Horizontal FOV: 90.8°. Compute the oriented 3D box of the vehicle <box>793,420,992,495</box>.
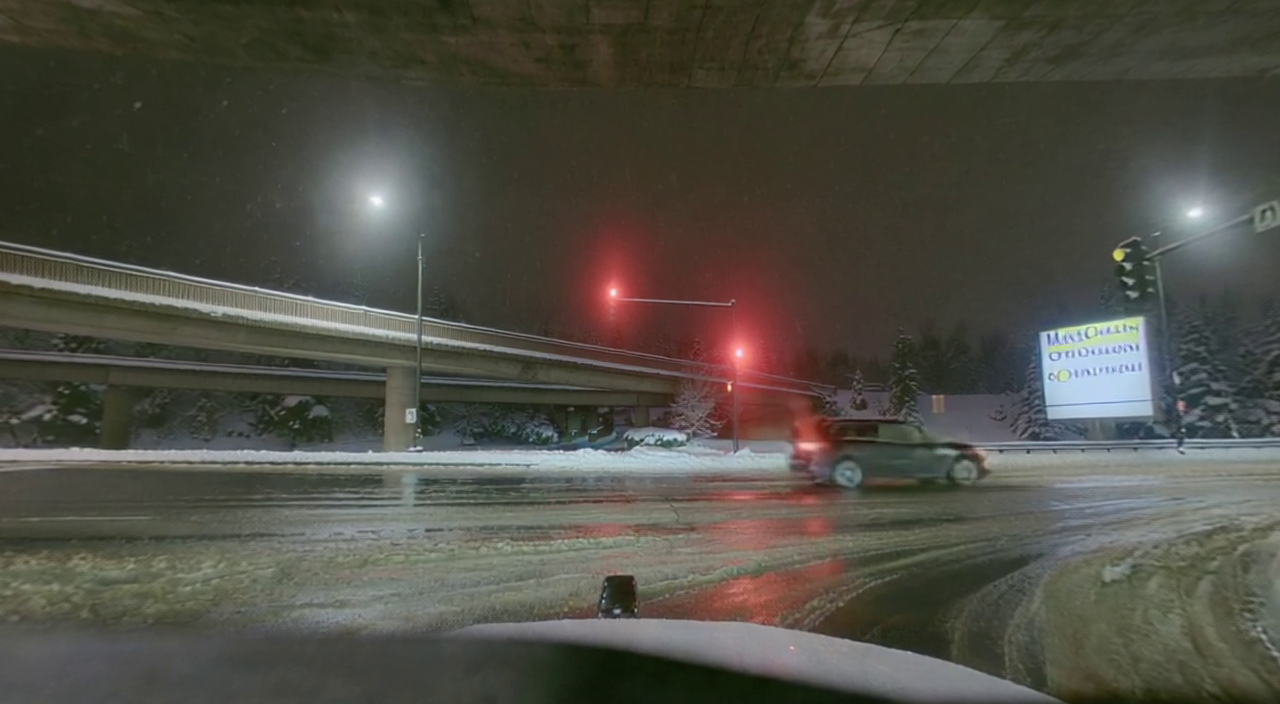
[{"bbox_3d":[5.846,2.478,14.983,3.897,1.637,1.832,0,-9,-3],"label":"vehicle"}]
